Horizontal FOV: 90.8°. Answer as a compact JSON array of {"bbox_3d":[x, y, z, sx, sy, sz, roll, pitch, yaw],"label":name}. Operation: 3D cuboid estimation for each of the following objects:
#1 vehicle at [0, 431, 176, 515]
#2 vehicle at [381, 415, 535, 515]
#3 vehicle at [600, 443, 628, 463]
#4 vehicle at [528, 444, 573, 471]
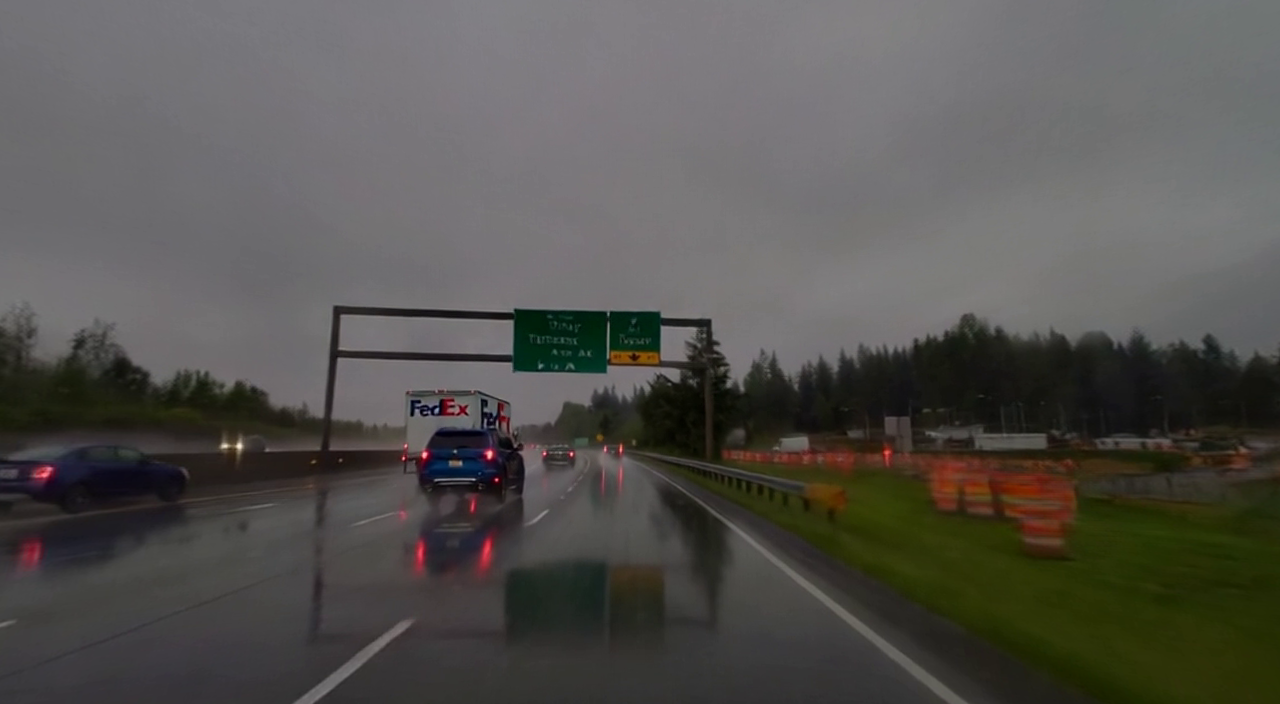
[{"bbox_3d":[-13.652,2.762,14.932,2.018,1.668,4.409,0,-9,-1],"label":"vehicle"},{"bbox_3d":[-3.825,2.488,14.308,2.170,1.886,4.628,0,-9,-1],"label":"vehicle"},{"bbox_3d":[-2.046,7.863,49.142,2.043,1.489,3.839,1,-9,-5],"label":"vehicle"},{"bbox_3d":[-5.160,6.142,37.000,2.192,1.478,4.591,0,-9,-3],"label":"vehicle"}]
